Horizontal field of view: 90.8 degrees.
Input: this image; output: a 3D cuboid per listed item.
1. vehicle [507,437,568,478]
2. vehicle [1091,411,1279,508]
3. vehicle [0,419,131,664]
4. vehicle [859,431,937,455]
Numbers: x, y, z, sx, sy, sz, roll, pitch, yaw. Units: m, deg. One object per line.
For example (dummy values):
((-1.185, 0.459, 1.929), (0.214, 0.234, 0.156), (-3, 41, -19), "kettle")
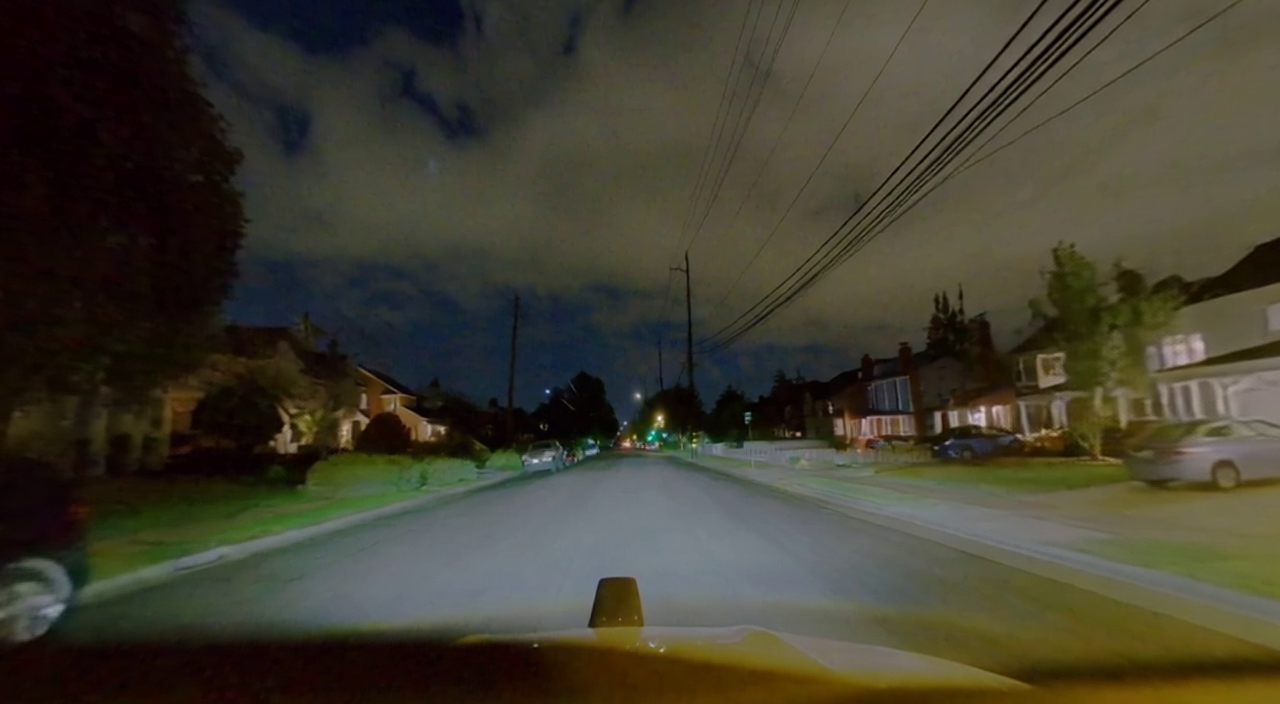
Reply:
((-5.818, 6.026, 36.596), (2.411, 1.979, 5.915), (-5, -8, 0), "vehicle")
((11.805, 2.051, 12.407), (4.226, 1.679, 1.983), (-3, -8, 6), "vehicle")
((-5.411, 1.231, 3.349), (1.970, 1.666, 4.223), (-3, -7, -1), "vehicle")
((17.617, 6.257, 43.290), (4.372, 1.490, 2.032), (-1, -11, 2), "vehicle")
